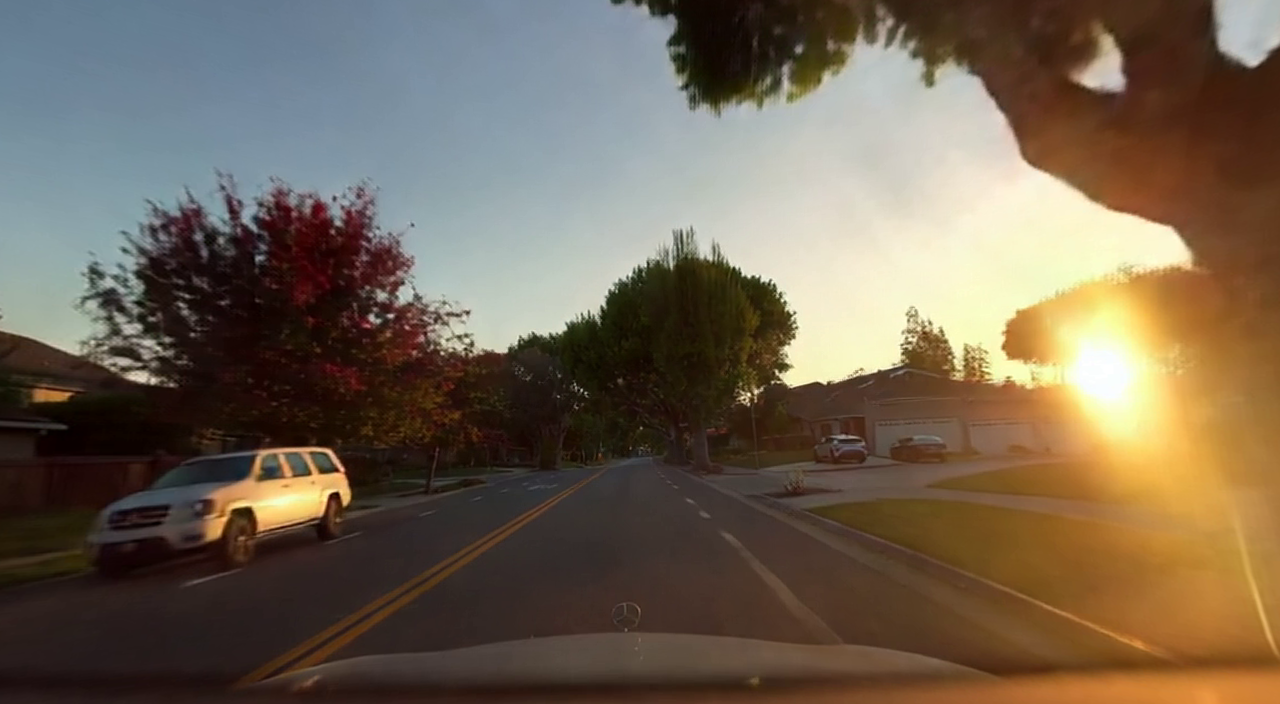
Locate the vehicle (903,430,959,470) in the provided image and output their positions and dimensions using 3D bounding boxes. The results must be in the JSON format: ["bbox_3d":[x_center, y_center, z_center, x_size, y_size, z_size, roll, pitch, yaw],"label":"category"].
[{"bbox_3d":[13.849,4.638,29.909,1.860,1.697,4.292,-5,-10,30],"label":"vehicle"}]

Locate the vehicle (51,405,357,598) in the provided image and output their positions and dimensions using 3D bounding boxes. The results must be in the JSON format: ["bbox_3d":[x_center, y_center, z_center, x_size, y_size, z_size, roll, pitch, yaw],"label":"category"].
[{"bbox_3d":[-6.793,2.334,10.621,2.057,2.317,4.386,-6,-10,-1],"label":"vehicle"}]

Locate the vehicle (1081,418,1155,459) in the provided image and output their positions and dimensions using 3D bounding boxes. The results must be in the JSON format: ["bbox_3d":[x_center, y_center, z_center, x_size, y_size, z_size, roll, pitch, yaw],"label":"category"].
[{"bbox_3d":[21.831,3.982,29.020,1.956,1.632,3.922,-9,-11,27],"label":"vehicle"}]

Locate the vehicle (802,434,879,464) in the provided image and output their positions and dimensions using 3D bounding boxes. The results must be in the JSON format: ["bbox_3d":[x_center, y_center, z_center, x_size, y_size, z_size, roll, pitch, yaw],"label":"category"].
[{"bbox_3d":[9.419,4.621,30.094,1.922,1.263,4.664,0,-9,-3],"label":"vehicle"}]
